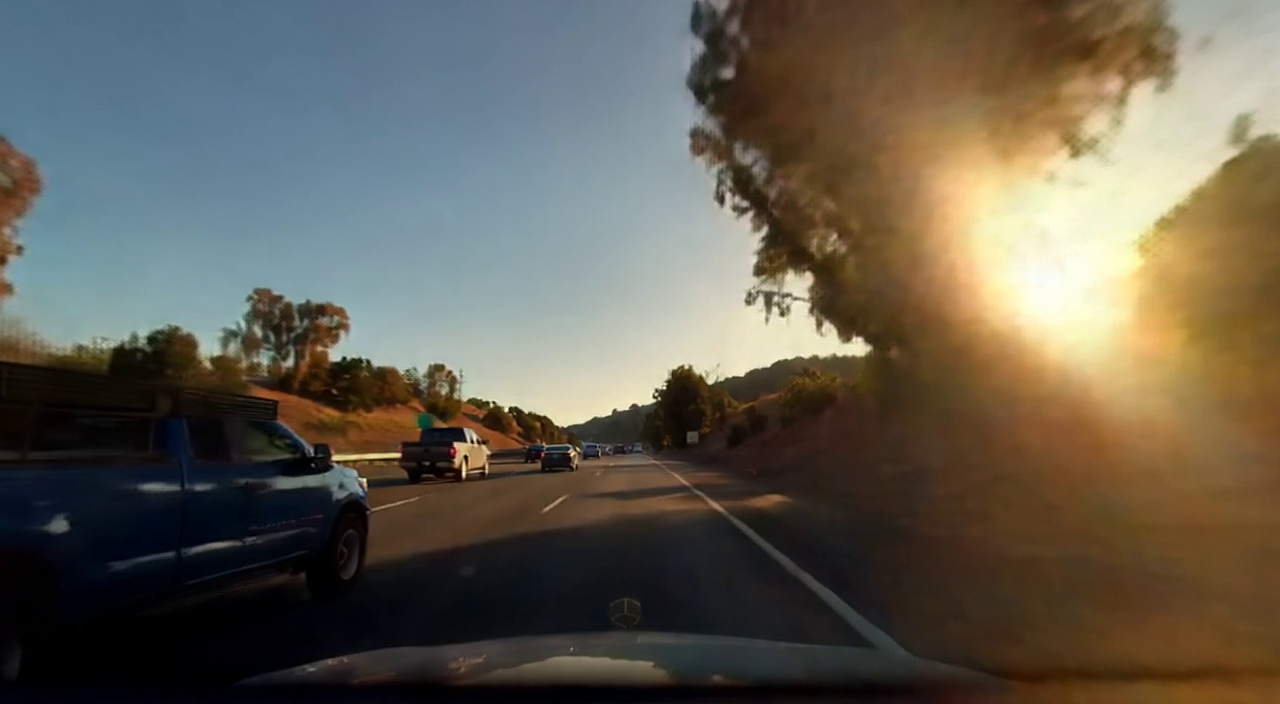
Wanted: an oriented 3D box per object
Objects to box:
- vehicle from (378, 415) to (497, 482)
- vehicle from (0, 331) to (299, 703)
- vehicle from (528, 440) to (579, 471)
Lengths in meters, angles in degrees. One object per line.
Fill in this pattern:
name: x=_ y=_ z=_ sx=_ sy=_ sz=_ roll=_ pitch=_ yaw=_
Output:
vehicle: x=-7.563 y=3.715 z=24.415 sx=2.594 sy=2.254 sz=6.028 roll=0 pitch=-9 yaw=0
vehicle: x=-4.004 y=0.792 z=2.686 sx=2.200 sy=1.807 sz=5.041 roll=0 pitch=-9 yaw=1
vehicle: x=-4.391 y=5.356 z=32.696 sx=2.012 sy=1.509 sz=4.359 roll=0 pitch=-9 yaw=1
